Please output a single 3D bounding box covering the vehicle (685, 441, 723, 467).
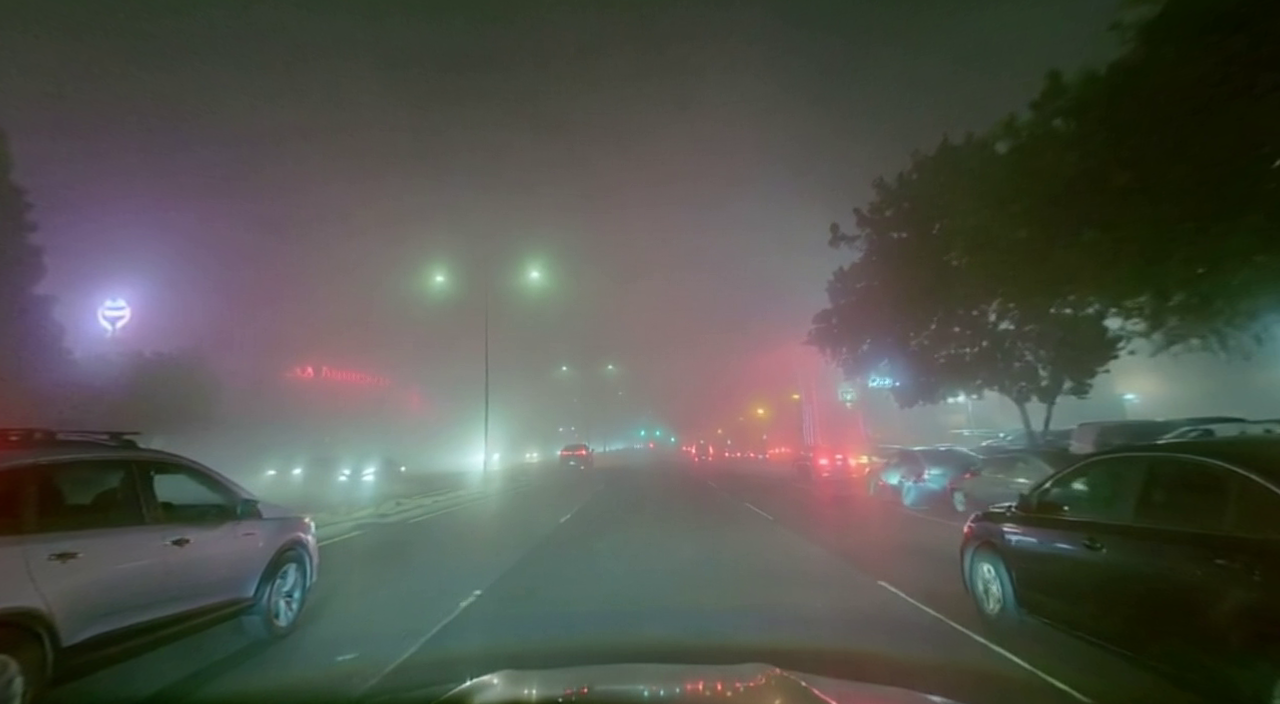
[{"bbox_3d":[4.273,6.892,42.697,2.007,1.683,4.171,0,-9,-2],"label":"vehicle"}]

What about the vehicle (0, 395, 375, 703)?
[{"bbox_3d":[-3.638,1.081,3.469,2.155,1.504,4.776,-1,-9,2],"label":"vehicle"}]

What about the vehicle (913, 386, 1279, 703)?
[{"bbox_3d":[3.280,0.981,2.958,1.981,1.499,4.536,0,-9,0],"label":"vehicle"}]

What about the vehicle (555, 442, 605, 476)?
[{"bbox_3d":[-2.832,5.150,30.574,1.917,1.511,4.436,-1,-9,1],"label":"vehicle"}]

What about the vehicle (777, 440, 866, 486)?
[{"bbox_3d":[7.145,4.394,25.304,2.077,1.666,4.342,0,-9,-3],"label":"vehicle"}]

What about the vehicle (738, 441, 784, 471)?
[{"bbox_3d":[7.753,6.693,40.779,2.003,1.789,4.718,0,-9,-1],"label":"vehicle"}]
